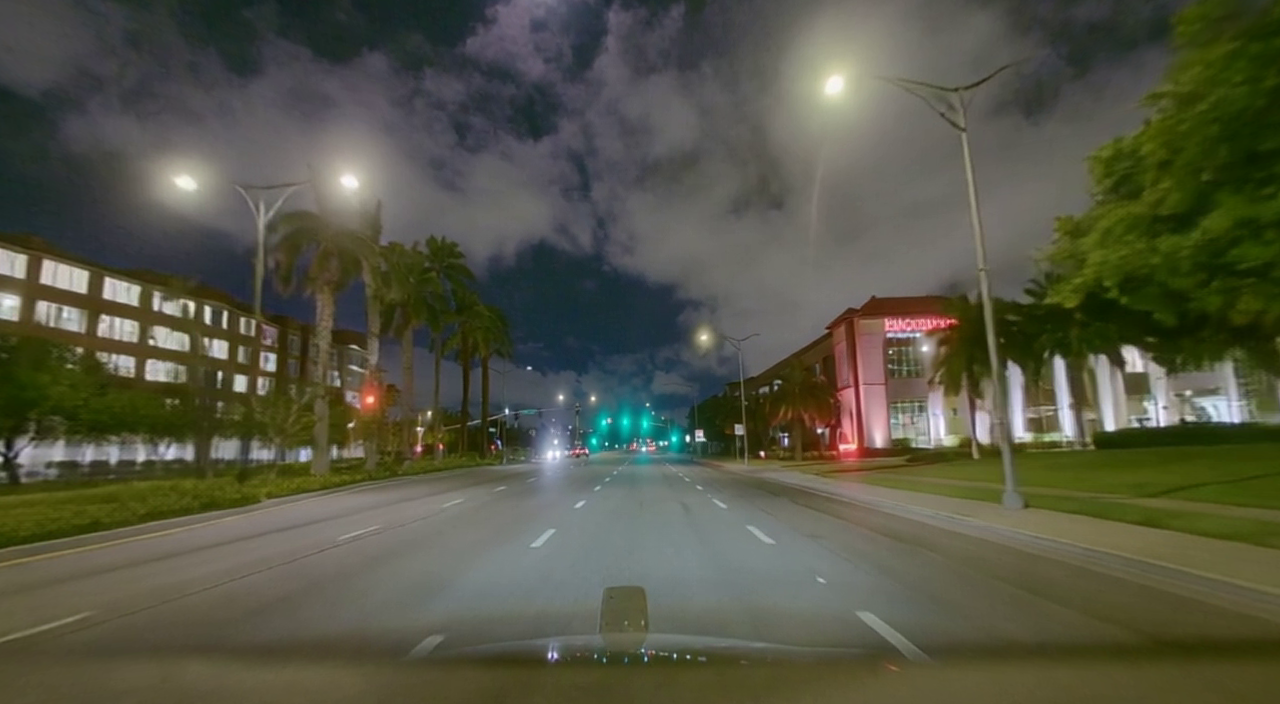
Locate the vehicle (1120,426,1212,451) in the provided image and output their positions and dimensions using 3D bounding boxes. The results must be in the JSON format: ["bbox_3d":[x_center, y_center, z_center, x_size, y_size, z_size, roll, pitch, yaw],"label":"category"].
[{"bbox_3d":[34.471,5.718,41.458,1.820,1.571,4.697,0,-8,-3],"label":"vehicle"}]
